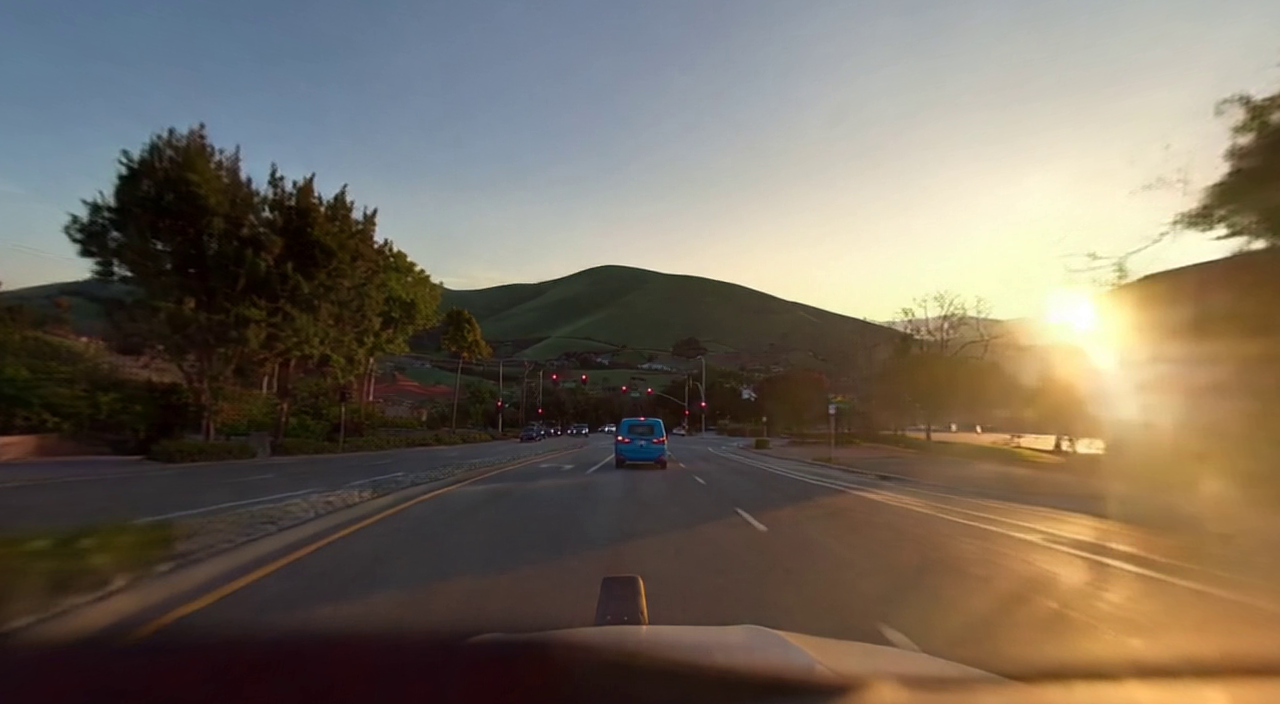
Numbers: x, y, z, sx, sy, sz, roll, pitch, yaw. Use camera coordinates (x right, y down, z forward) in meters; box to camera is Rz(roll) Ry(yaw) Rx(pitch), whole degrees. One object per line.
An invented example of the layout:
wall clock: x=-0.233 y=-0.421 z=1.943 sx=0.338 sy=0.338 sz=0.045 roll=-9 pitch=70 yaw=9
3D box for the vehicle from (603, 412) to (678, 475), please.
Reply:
vehicle: x=0.014 y=2.984 z=20.623 sx=2.185 sy=1.822 sz=4.391 roll=0 pitch=-8 yaw=0
